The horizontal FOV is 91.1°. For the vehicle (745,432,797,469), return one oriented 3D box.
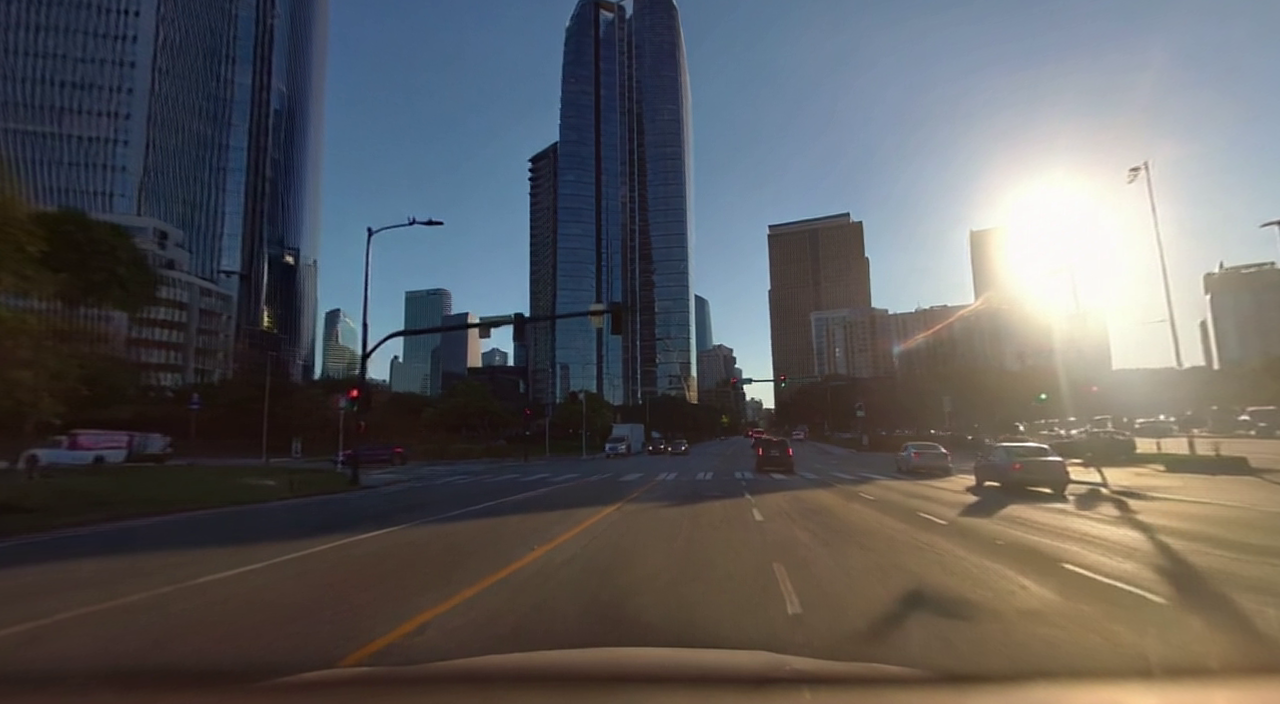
[{"bbox_3d":[6.720,5.090,32.543,2.203,1.801,4.331,-1,-9,6],"label":"vehicle"}]

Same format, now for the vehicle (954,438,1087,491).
[{"bbox_3d":[11.644,3.445,19.600,1.896,1.463,4.296,-1,-9,7],"label":"vehicle"}]

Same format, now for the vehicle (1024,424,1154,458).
[{"bbox_3d":[28.392,5.695,39.929,6.170,1.978,2.399,-1,-9,7],"label":"vehicle"}]

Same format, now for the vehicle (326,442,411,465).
[{"bbox_3d":[-18.388,6.904,42.650,4.856,1.528,2.053,-1,-10,8],"label":"vehicle"}]

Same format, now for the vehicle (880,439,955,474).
[{"bbox_3d":[12.624,4.776,28.887,1.860,1.460,4.379,-1,-9,6],"label":"vehicle"}]
